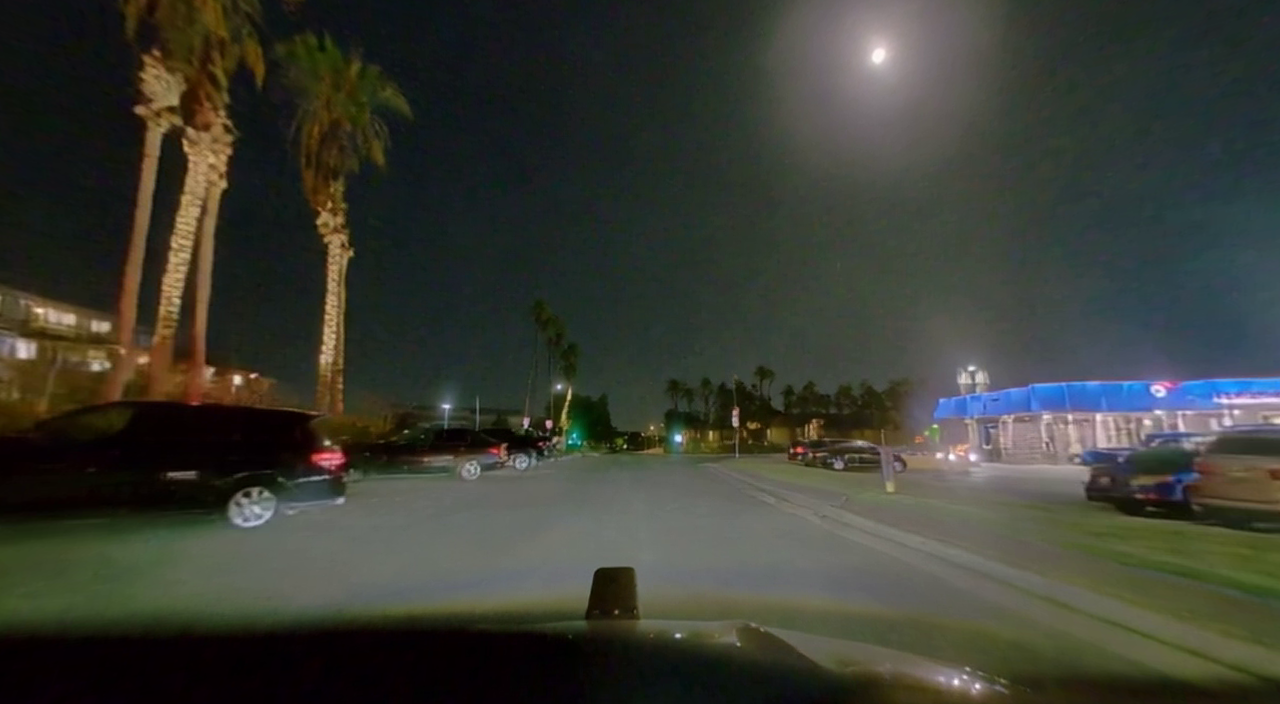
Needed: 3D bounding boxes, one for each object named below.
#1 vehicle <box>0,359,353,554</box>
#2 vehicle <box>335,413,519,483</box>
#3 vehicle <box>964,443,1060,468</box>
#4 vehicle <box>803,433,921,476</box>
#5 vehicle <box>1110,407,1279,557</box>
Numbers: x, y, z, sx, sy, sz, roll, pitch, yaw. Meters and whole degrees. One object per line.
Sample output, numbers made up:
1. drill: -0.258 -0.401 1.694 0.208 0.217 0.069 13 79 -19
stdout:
1. vehicle: -6.048 1.146 7.102 4.763 1.801 2.013 6 -10 -34
2. vehicle: -6.350 2.897 19.104 4.787 1.867 2.092 6 -10 -34
3. vehicle: 24.889 6.921 42.434 1.785 1.539 5.214 7 -11 -34
4. vehicle: 9.741 4.516 27.683 4.758 1.759 2.068 5 -11 -27
5. vehicle: 9.566 1.767 9.037 4.868 1.754 2.132 3 -9 -21
